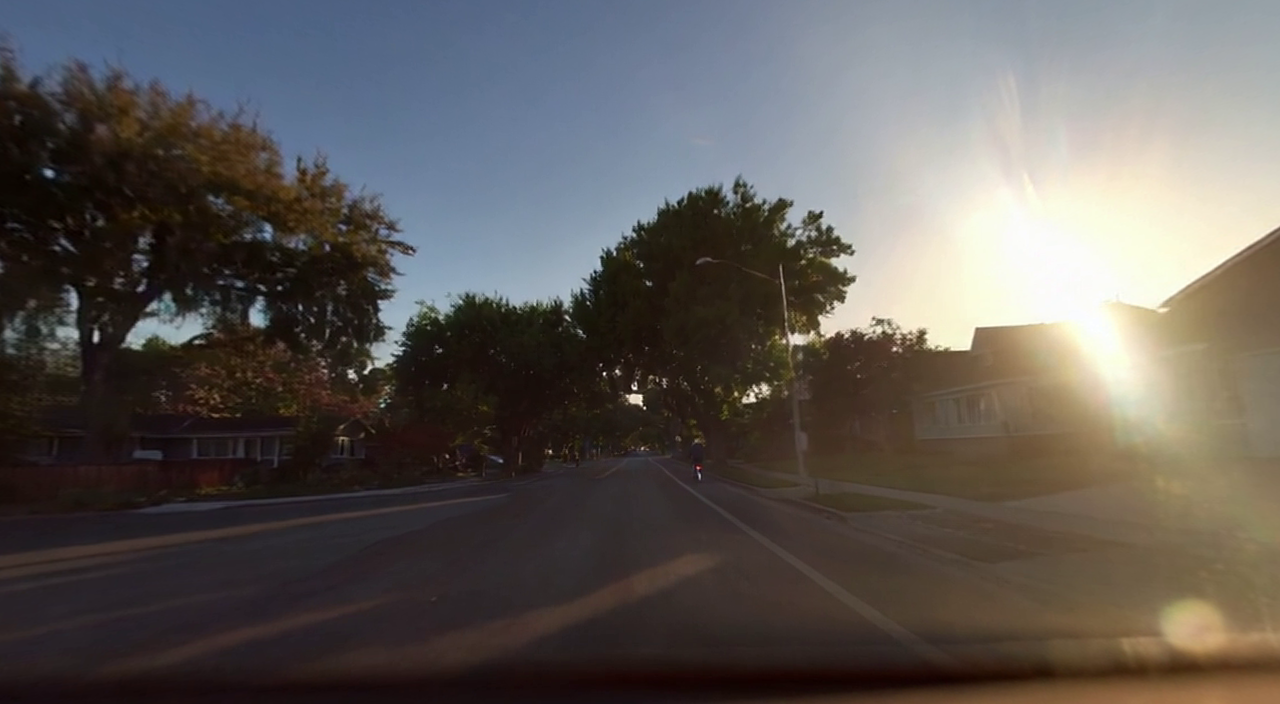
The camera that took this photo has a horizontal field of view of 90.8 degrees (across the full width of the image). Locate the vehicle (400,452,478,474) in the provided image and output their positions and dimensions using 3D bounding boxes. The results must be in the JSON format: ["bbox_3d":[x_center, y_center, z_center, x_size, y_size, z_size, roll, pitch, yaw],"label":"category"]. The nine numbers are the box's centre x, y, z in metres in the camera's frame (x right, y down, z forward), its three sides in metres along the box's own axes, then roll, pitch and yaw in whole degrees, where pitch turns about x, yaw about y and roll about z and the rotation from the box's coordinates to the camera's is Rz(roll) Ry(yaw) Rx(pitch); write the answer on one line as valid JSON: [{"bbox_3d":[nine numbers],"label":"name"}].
[{"bbox_3d":[-13.629,7.549,43.020,4.717,1.465,1.887,0,-9,-4],"label":"vehicle"}]
